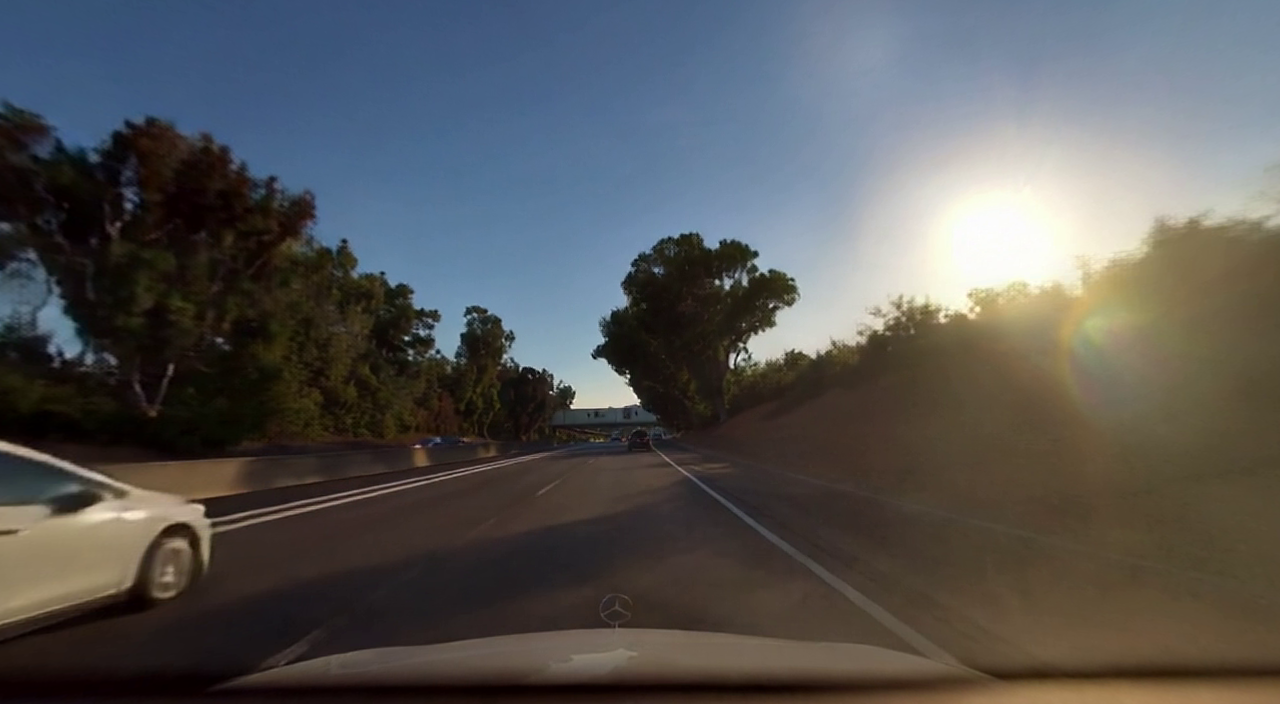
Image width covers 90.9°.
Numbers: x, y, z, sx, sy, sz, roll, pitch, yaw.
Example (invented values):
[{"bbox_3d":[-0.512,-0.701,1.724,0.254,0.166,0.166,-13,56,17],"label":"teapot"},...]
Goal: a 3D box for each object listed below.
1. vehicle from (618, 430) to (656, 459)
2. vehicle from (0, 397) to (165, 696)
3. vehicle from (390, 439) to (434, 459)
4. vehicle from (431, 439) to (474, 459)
[{"bbox_3d":[-0.194,5.594,38.404,2.134,1.654,4.174,0,-8,-1],"label":"vehicle"},{"bbox_3d":[-4.228,0.841,2.168,2.030,1.491,4.046,0,-8,-1],"label":"vehicle"},{"bbox_3d":[-17.372,7.347,48.101,1.756,1.441,4.091,0,-8,1],"label":"vehicle"},{"bbox_3d":[-13.801,7.125,46.587,1.932,1.420,3.930,0,-8,1],"label":"vehicle"}]
